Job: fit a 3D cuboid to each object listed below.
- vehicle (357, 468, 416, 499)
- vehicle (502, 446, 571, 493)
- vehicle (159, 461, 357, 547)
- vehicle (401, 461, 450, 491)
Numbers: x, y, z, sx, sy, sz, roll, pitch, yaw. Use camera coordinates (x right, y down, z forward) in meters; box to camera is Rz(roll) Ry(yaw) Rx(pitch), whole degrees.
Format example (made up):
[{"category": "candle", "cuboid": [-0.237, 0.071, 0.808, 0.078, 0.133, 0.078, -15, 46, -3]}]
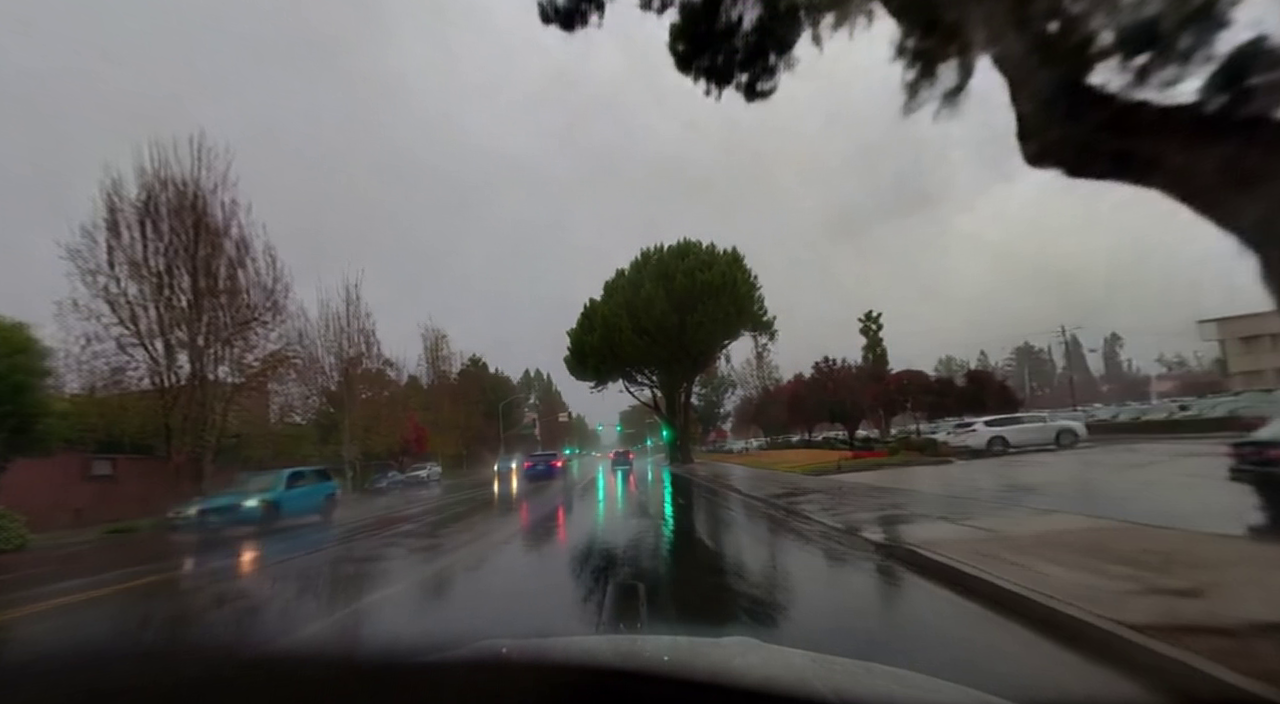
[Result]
[{"category": "vehicle", "cuboid": [-15.459, 8.027, 38.851, 1.880, 1.476, 4.715, -3, -9, -2]}, {"category": "vehicle", "cuboid": [-4.204, 4.818, 26.323, 2.097, 1.755, 4.336, -1, -9, 1]}, {"category": "vehicle", "cuboid": [-8.876, 3.513, 15.251, 2.005, 1.471, 4.475, -5, -9, 0]}, {"category": "vehicle", "cuboid": [-15.404, 8.890, 45.600, 1.996, 1.886, 4.692, -3, -9, -1]}]
